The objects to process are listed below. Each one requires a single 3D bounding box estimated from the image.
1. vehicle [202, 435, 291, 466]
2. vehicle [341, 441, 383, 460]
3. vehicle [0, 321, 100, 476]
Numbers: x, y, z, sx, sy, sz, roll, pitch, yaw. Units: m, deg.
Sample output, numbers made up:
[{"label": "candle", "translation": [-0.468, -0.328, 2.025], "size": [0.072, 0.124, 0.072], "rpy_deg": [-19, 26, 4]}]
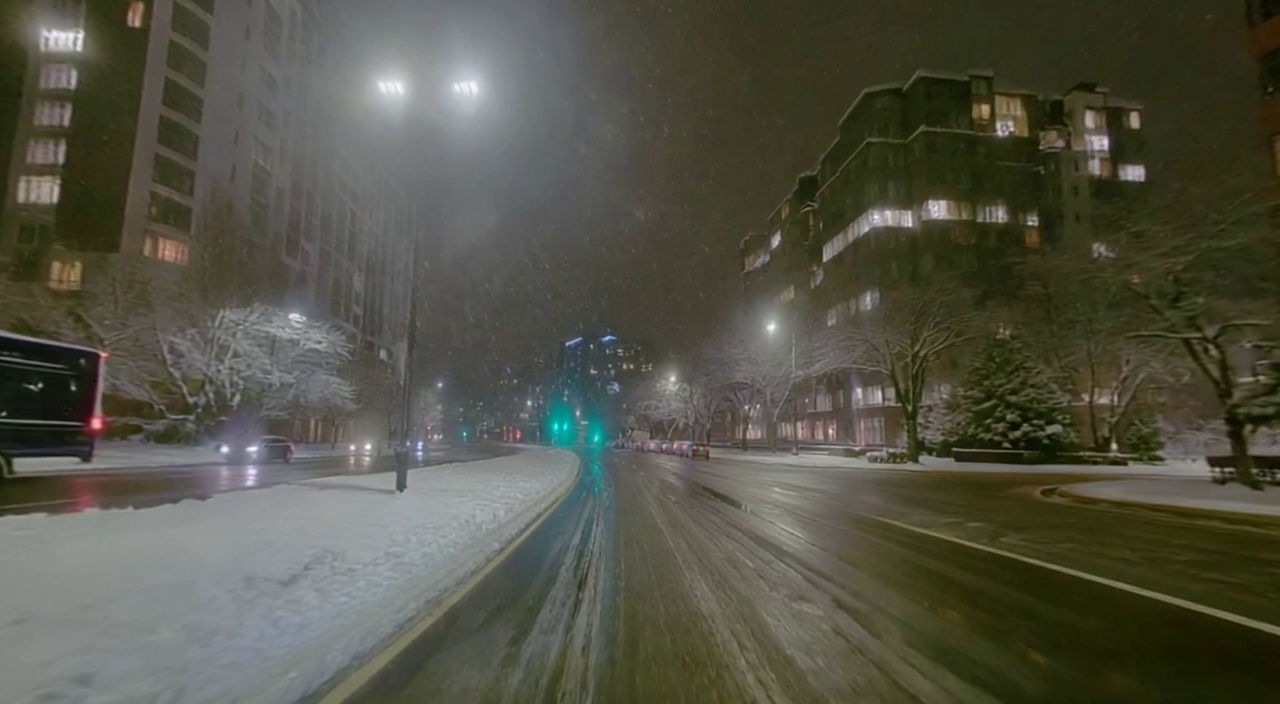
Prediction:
[{"label": "vehicle", "translation": [-19.750, 4.974, 31.979], "size": [1.828, 1.445, 4.613], "rpy_deg": [1, -9, -4]}, {"label": "vehicle", "translation": [-21.557, 7.638, 49.109], "size": [1.822, 1.453, 4.053], "rpy_deg": [1, -9, -7]}, {"label": "vehicle", "translation": [-18.489, 0.411, 11.354], "size": [2.942, 4.135, 17.400], "rpy_deg": [0, -9, -2]}]
